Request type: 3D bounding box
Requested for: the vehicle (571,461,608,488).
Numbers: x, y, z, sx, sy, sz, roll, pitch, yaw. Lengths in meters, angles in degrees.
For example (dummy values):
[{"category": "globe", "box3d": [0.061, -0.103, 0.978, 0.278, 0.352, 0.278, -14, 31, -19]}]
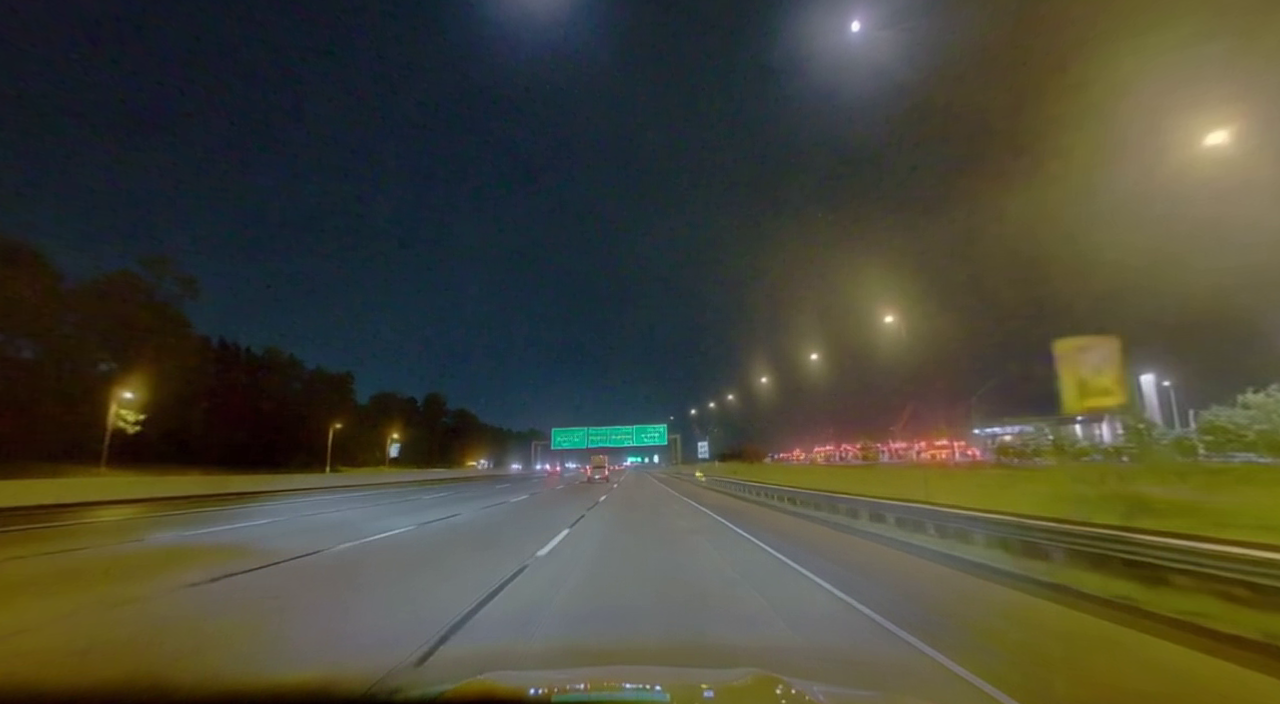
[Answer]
[{"category": "vehicle", "box3d": [-3.287, 8.058, 41.641, 2.092, 1.642, 3.895, 1, -11, -1]}]
